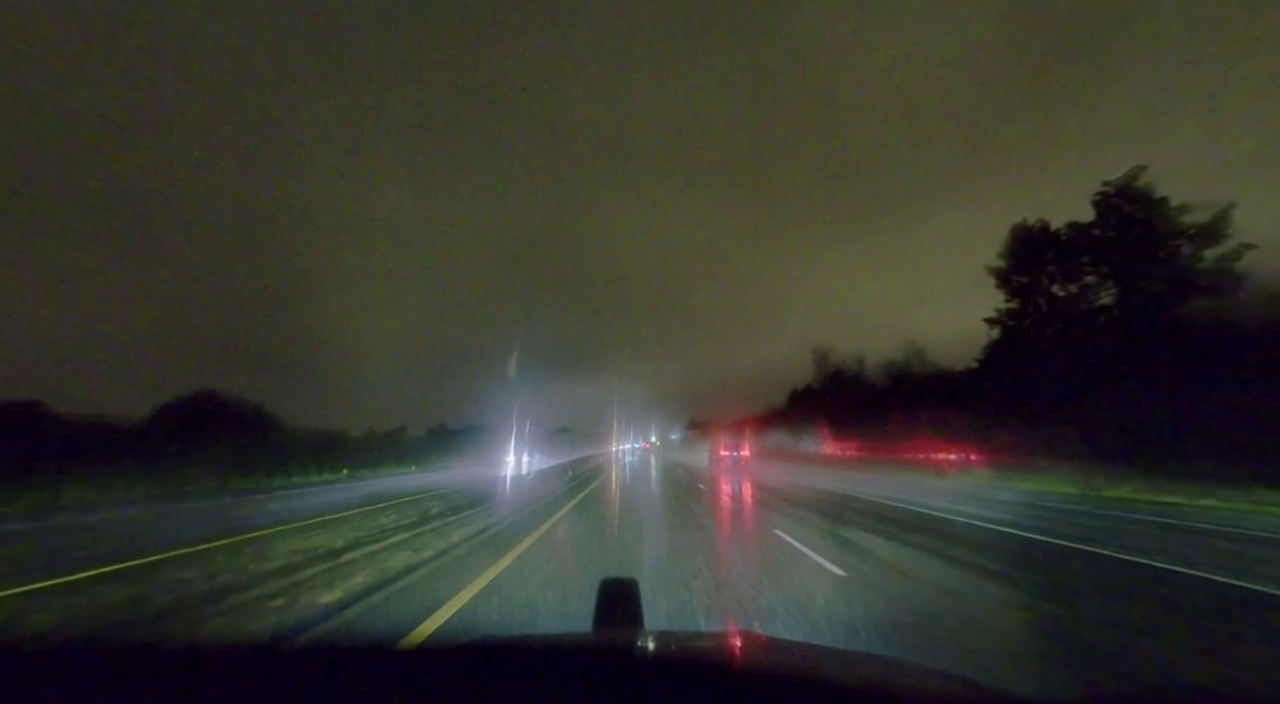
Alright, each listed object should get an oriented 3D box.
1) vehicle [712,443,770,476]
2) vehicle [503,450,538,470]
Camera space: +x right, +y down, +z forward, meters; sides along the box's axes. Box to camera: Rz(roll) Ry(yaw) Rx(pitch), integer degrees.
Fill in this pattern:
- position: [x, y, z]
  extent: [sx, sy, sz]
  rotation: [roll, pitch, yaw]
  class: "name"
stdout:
- position: [4.576, 4.941, 28.994]
  extent: [1.923, 1.408, 3.835]
  rotation: [0, -9, -1]
  class: "vehicle"
- position: [-9.373, 8.476, 49.514]
  extent: [1.916, 1.467, 4.458]
  rotation: [0, -9, 0]
  class: "vehicle"
